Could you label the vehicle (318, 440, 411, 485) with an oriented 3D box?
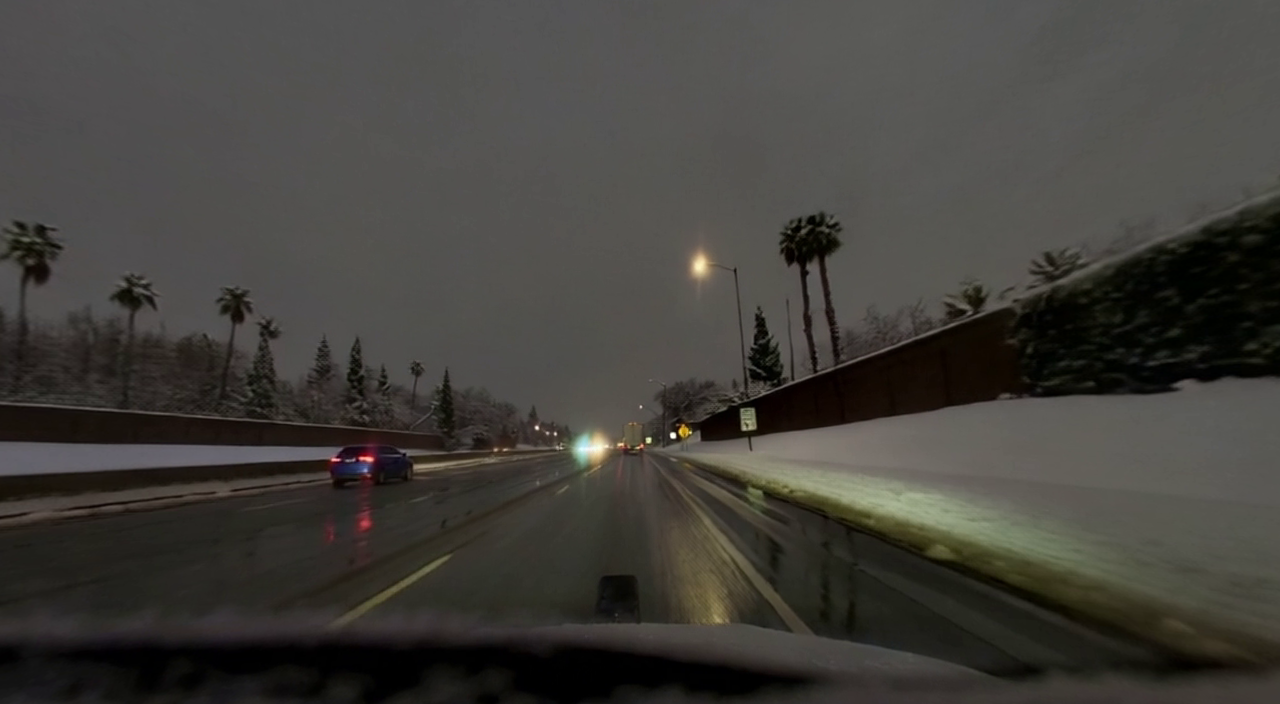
[{"bbox_3d":[-10.978,4.428,25.565,1.897,1.653,4.113,0,-8,0],"label":"vehicle"}]
